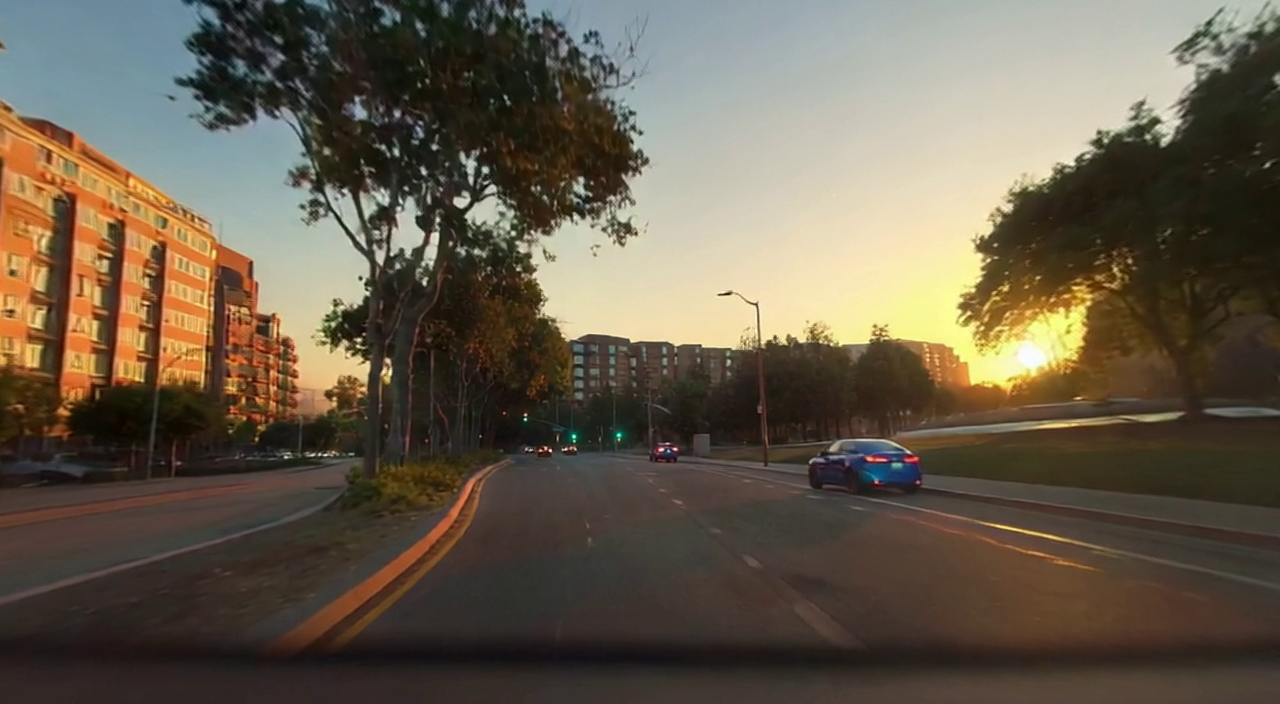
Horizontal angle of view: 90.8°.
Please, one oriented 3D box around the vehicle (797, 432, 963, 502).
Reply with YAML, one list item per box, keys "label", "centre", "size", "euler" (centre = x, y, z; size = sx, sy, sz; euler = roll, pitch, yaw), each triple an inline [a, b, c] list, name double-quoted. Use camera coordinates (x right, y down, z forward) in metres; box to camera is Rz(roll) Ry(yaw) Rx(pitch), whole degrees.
- label: "vehicle"
  centre: [5.816, 2.831, 16.203]
  size: [1.984, 1.479, 5.102]
  euler: [1, -8, -4]
